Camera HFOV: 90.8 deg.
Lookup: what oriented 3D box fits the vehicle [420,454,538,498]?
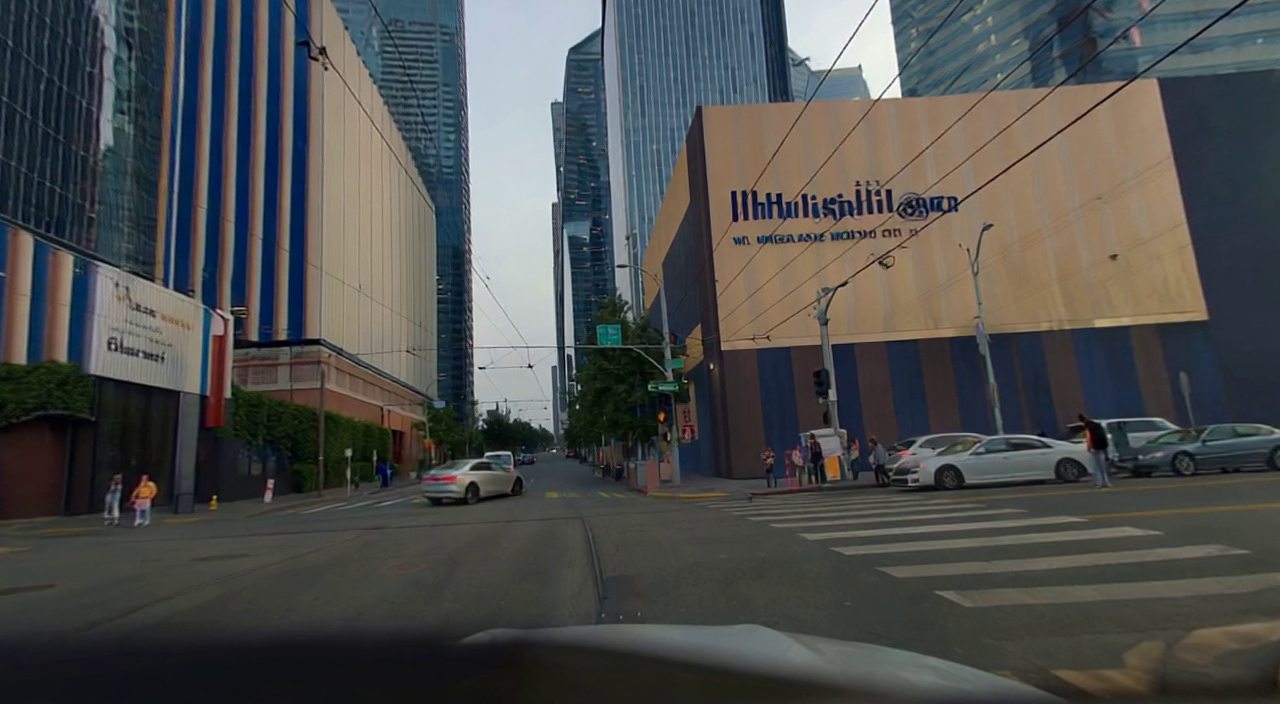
[{"bbox_3d":[-6.239,4.831,25.032,1.797,1.490,4.549,-5,-10,31],"label":"vehicle"}]

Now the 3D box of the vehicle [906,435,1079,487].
[{"bbox_3d":[11.399,3.524,20.572,4.697,1.510,1.596,0,-9,-4],"label":"vehicle"}]

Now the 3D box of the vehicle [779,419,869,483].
[{"bbox_3d":[7.604,4.098,26.634,2.316,2.425,4.466,1,-7,-2],"label":"vehicle"}]

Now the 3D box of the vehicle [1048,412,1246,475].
[{"bbox_3d":[16.765,3.043,21.071,4.944,1.946,1.952,0,-8,-3],"label":"vehicle"}]
